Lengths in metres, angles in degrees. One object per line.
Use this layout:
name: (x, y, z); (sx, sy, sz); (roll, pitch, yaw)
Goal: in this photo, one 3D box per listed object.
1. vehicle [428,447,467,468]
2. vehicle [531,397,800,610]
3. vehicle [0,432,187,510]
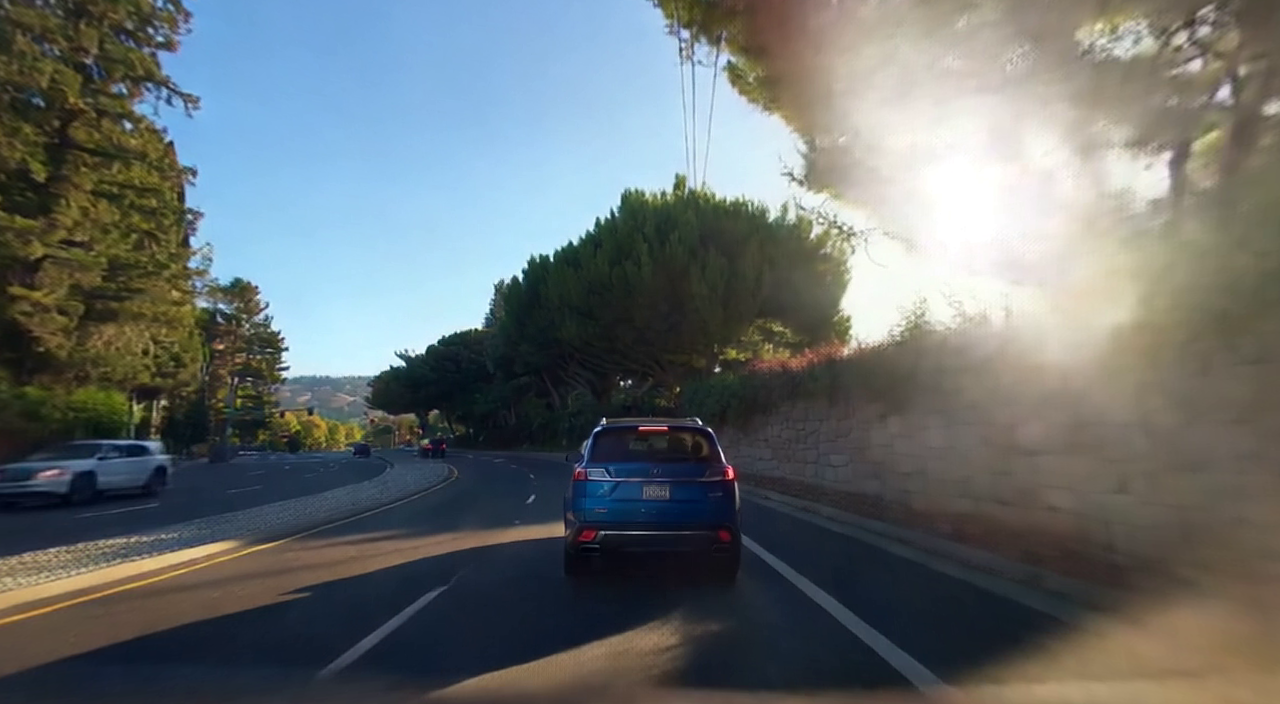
vehicle: (-14.529, 7.885, 47.508); (2.023, 1.474, 4.286); (4, -9, -27)
vehicle: (0.040, 1.586, 7.563); (2.287, 1.762, 4.269); (1, -8, -5)
vehicle: (-14.150, 2.954, 16.157); (2.317, 1.695, 4.538); (1, -9, -10)
